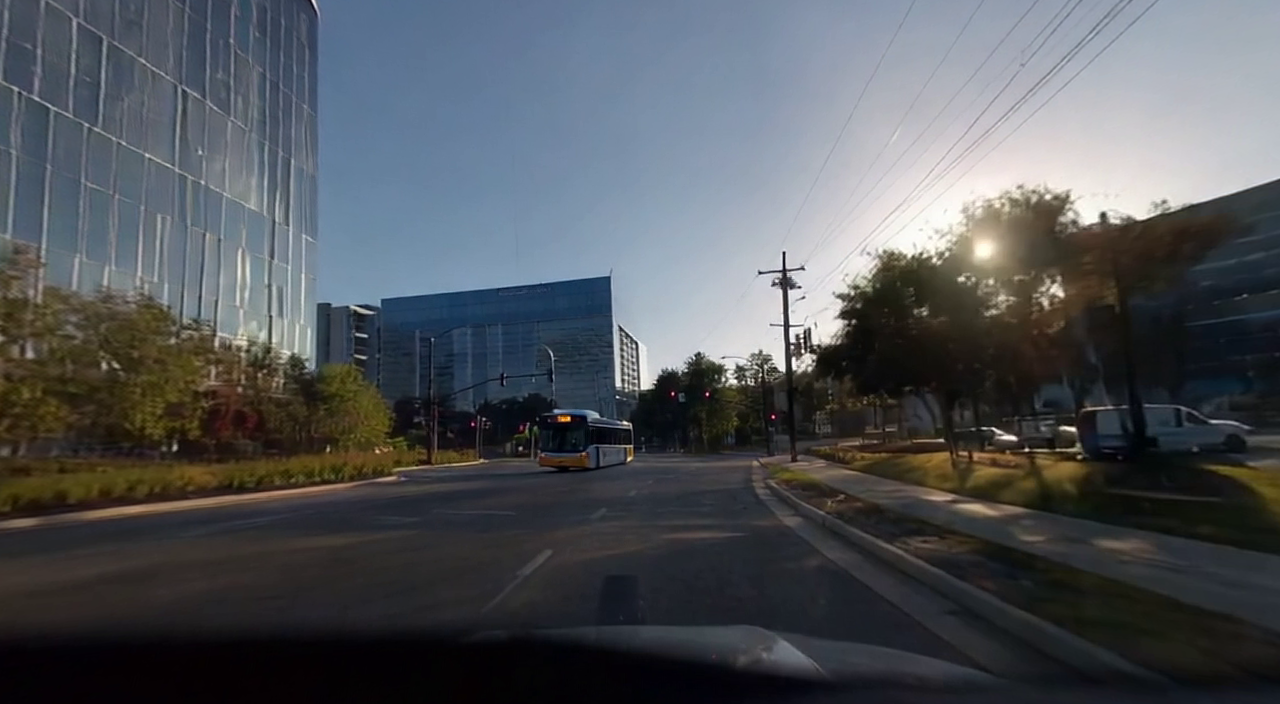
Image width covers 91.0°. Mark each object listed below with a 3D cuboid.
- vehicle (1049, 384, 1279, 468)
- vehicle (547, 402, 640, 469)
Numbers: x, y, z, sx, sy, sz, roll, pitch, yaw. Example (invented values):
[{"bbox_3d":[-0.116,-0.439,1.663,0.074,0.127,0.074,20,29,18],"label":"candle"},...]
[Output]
[{"bbox_3d":[14.003,1.990,16.621,4.647,1.951,2.304,-2,-9,5],"label":"vehicle"},{"bbox_3d":[-2.596,5.814,42.747,3.148,3.729,14.894,-1,-9,8],"label":"vehicle"}]
